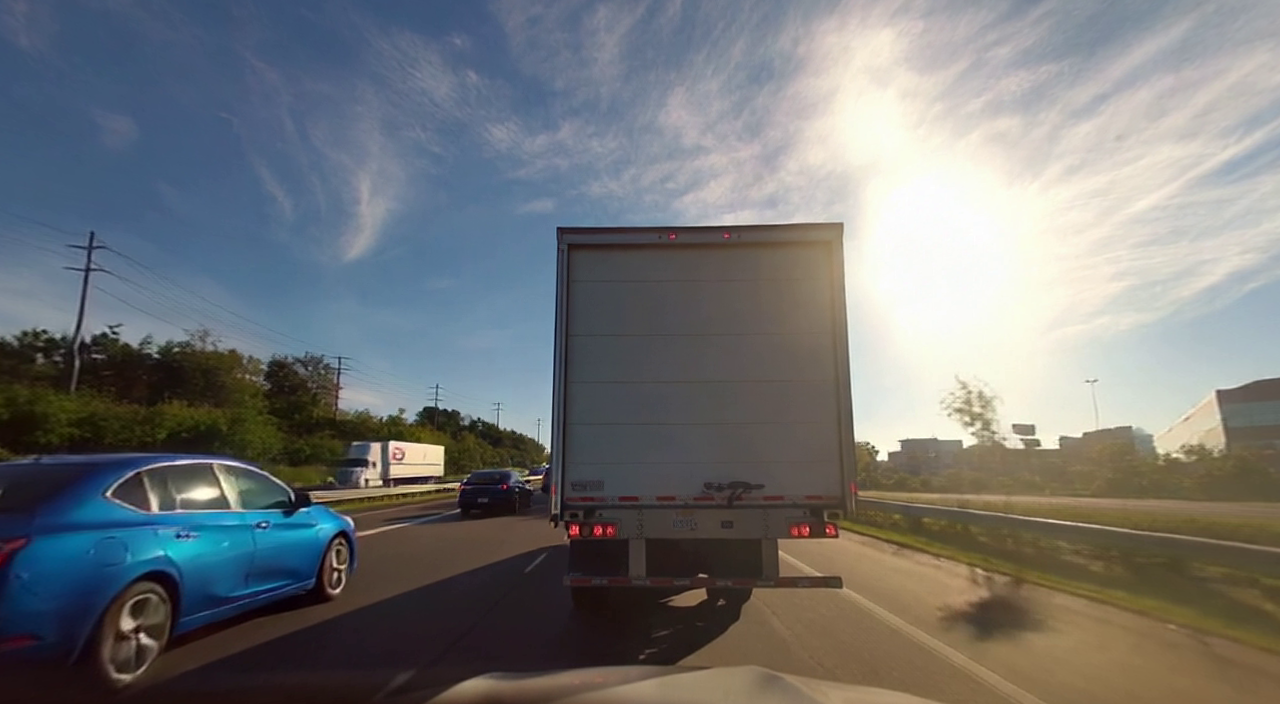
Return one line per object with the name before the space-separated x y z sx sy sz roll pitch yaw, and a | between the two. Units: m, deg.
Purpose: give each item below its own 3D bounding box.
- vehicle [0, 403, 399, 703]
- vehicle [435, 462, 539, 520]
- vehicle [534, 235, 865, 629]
vehicle | -3.875 1.377 4.780 1.983 1.575 4.973 0 -11 1
vehicle | -4.360 4.038 18.717 1.891 1.469 4.431 0 -11 1
vehicle | 0.671 1.414 9.998 2.831 3.529 8.689 0 -11 2
